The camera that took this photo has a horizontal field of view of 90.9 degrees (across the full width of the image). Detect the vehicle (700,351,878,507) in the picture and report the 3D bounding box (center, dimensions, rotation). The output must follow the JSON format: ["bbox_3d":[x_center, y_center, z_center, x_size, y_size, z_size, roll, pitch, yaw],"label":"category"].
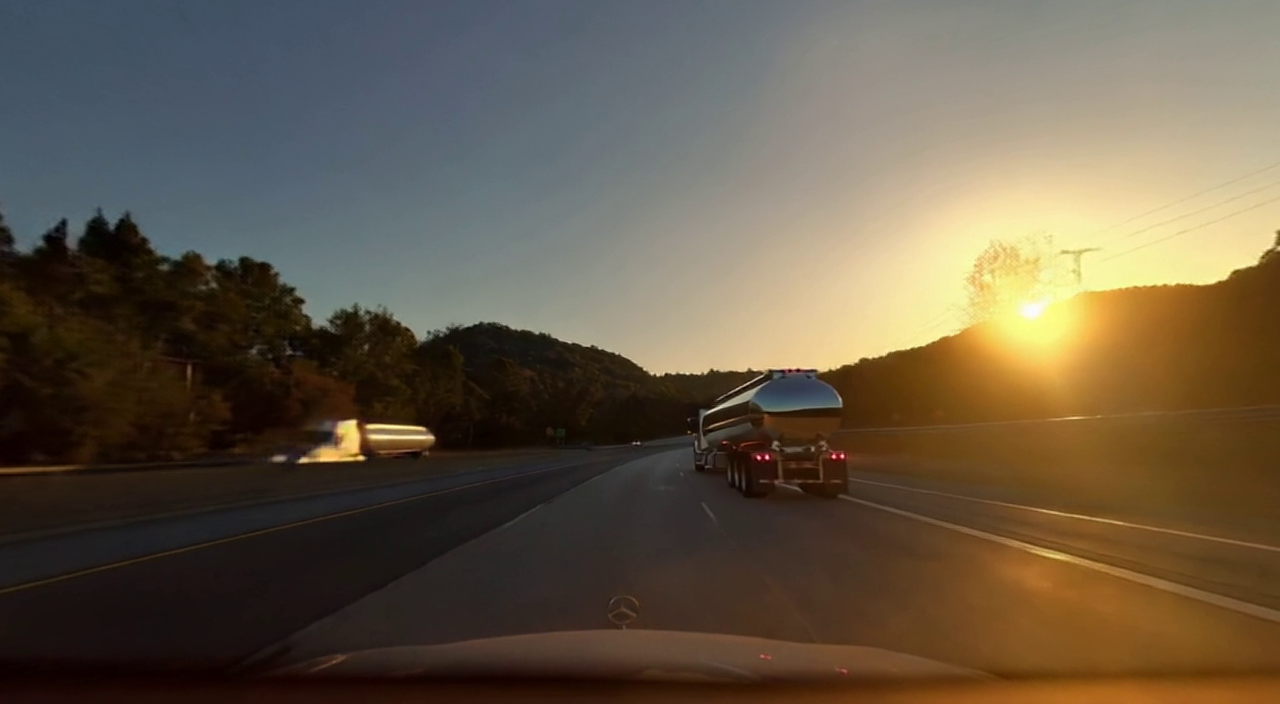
[{"bbox_3d":[4.133,2.834,21.864,2.880,3.624,14.397,0,-8,1],"label":"vehicle"}]

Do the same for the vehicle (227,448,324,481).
[{"bbox_3d":[-20.240,6.236,35.315,2.036,1.631,5.277,-1,-8,3],"label":"vehicle"}]

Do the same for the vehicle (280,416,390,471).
[{"bbox_3d":[-23.476,7.194,49.501,2.850,3.875,10.156,-1,-8,4],"label":"vehicle"}]
